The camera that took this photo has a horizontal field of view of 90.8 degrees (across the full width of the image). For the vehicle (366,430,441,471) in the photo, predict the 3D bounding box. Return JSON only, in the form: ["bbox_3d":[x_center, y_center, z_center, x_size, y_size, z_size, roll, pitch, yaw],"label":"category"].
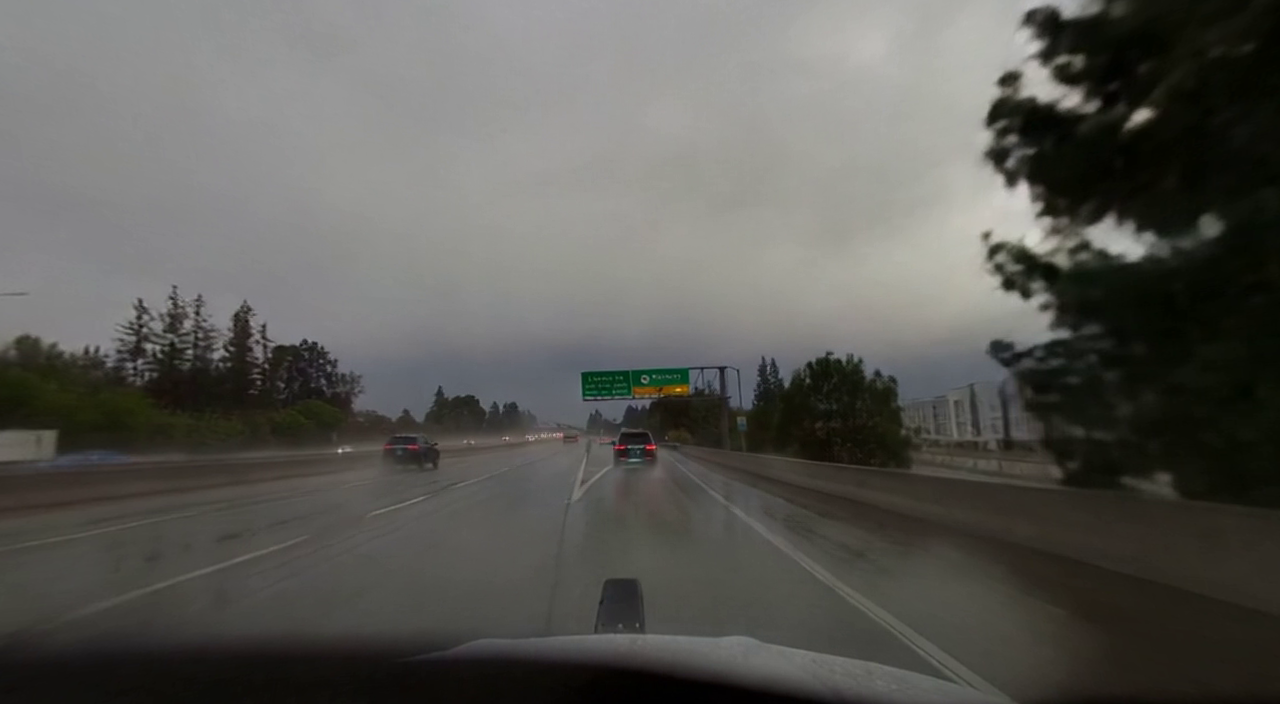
[{"bbox_3d":[-12.342,5.186,33.392,2.289,1.955,5.147,0,-8,-4],"label":"vehicle"}]

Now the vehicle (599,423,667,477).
[{"bbox_3d":[-0.300,3.990,25.890,2.497,1.957,5.432,-1,-8,-1],"label":"vehicle"}]

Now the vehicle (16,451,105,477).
[{"bbox_3d":[-37.770,7.289,41.319,1.820,1.564,4.436,0,-8,-4],"label":"vehicle"}]
